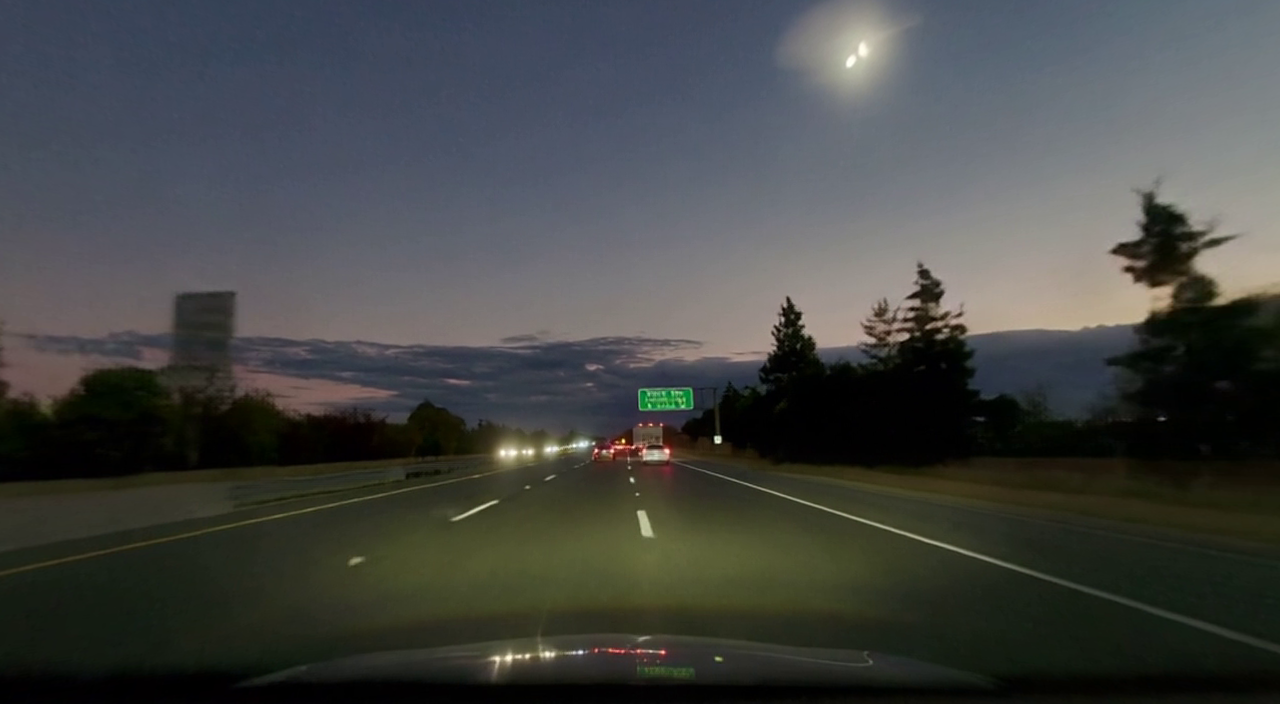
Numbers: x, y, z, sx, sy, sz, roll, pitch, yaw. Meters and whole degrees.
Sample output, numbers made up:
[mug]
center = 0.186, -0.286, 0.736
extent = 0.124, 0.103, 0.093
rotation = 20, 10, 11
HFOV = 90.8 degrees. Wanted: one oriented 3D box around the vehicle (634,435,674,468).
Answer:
[vehicle]
center = 0.792, 6.227, 39.554
extent = 2.139, 1.925, 4.312
rotation = 0, -9, -4
